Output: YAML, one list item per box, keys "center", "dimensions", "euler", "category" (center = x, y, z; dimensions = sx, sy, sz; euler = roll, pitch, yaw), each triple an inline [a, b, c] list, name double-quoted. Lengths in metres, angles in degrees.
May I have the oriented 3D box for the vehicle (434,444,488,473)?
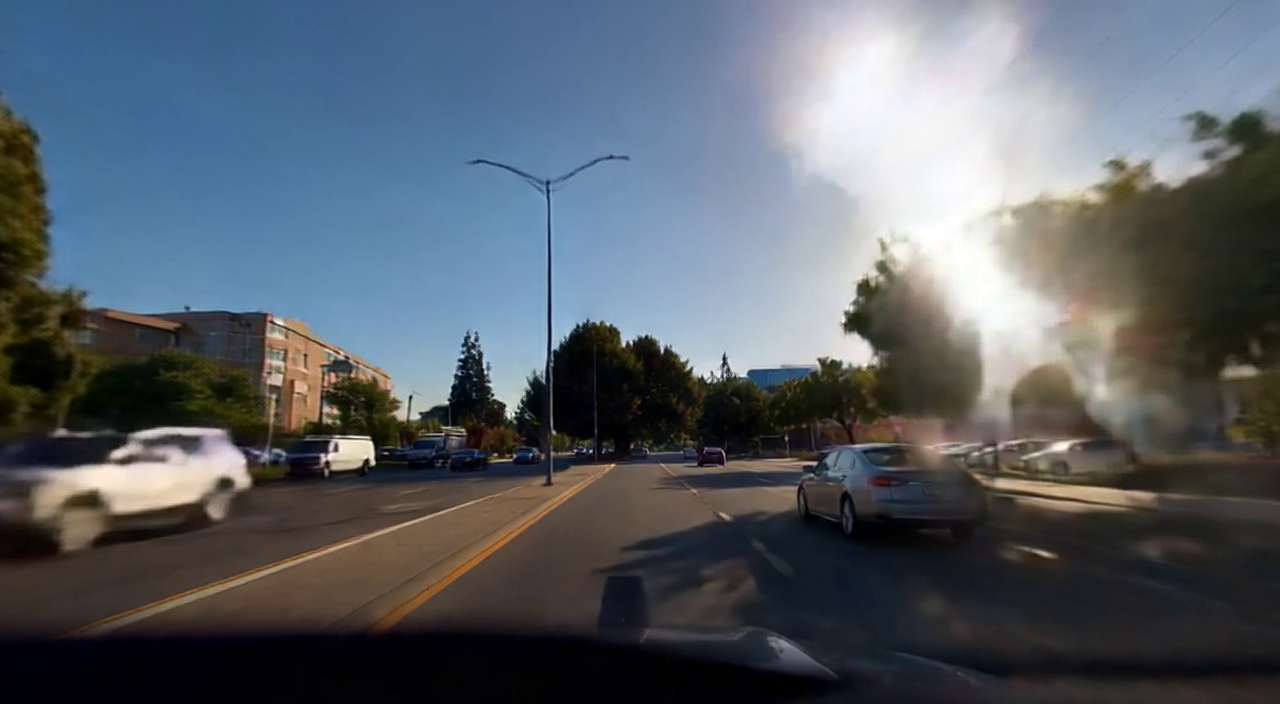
- center: [-11.774, 7.010, 41.615]
  dimensions: [2.145, 1.807, 4.486]
  euler: [0, -9, 1]
  category: "vehicle"

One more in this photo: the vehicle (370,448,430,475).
- center: [-15.134, 6.922, 39.925]
  dimensions: [1.936, 1.612, 4.585]
  euler: [0, -8, 1]
  category: "vehicle"

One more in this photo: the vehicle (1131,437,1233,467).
- center: [32.186, 5.931, 37.347]
  dimensions: [4.394, 1.681, 2.009]
  euler: [1, -8, -5]
  category: "vehicle"

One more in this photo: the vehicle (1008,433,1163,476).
- center: [17.543, 4.042, 24.907]
  dimensions: [4.537, 1.629, 2.094]
  euler: [0, -9, -1]
  category: "vehicle"

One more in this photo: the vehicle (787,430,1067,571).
- center: [3.605, 1.930, 8.998]
  dimensions: [1.935, 1.501, 4.384]
  euler: [0, -8, 0]
  category: "vehicle"

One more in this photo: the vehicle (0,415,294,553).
- center: [-8.553, 2.149, 10.989]
  dimensions: [2.156, 1.838, 4.945]
  euler: [0, -9, 0]
  category: "vehicle"
